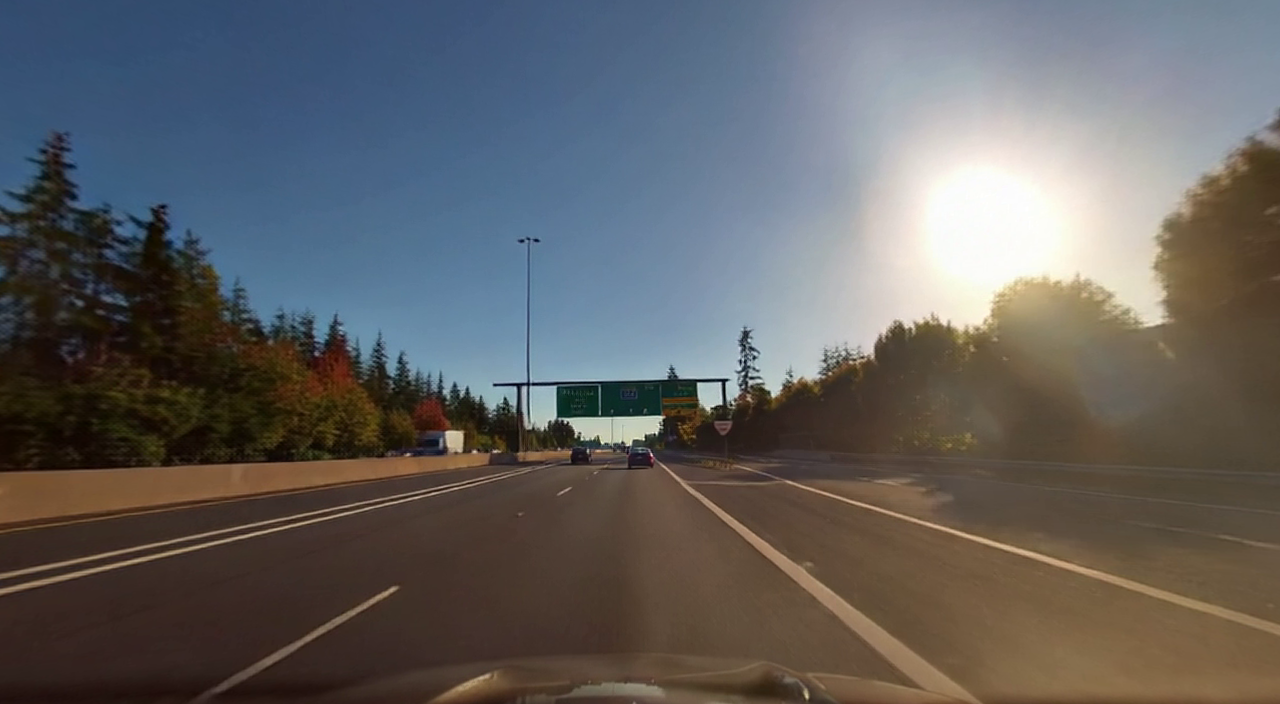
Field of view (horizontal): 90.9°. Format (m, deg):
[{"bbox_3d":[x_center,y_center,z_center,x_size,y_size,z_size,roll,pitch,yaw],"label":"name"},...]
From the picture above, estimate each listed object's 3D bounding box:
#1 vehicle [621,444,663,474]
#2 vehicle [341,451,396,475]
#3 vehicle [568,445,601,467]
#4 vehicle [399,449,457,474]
[{"bbox_3d":[0.065,5.492,32.425,2.002,1.449,3.612,0,-9,-1],"label":"vehicle"},{"bbox_3d":[-17.621,7.180,41.096,1.803,1.464,3.889,0,-9,1],"label":"vehicle"},{"bbox_3d":[-3.853,7.273,44.211,1.877,1.504,3.799,0,-9,1],"label":"vehicle"},{"bbox_3d":[-12.992,6.725,38.886,1.942,1.438,4.458,0,-9,2],"label":"vehicle"}]
